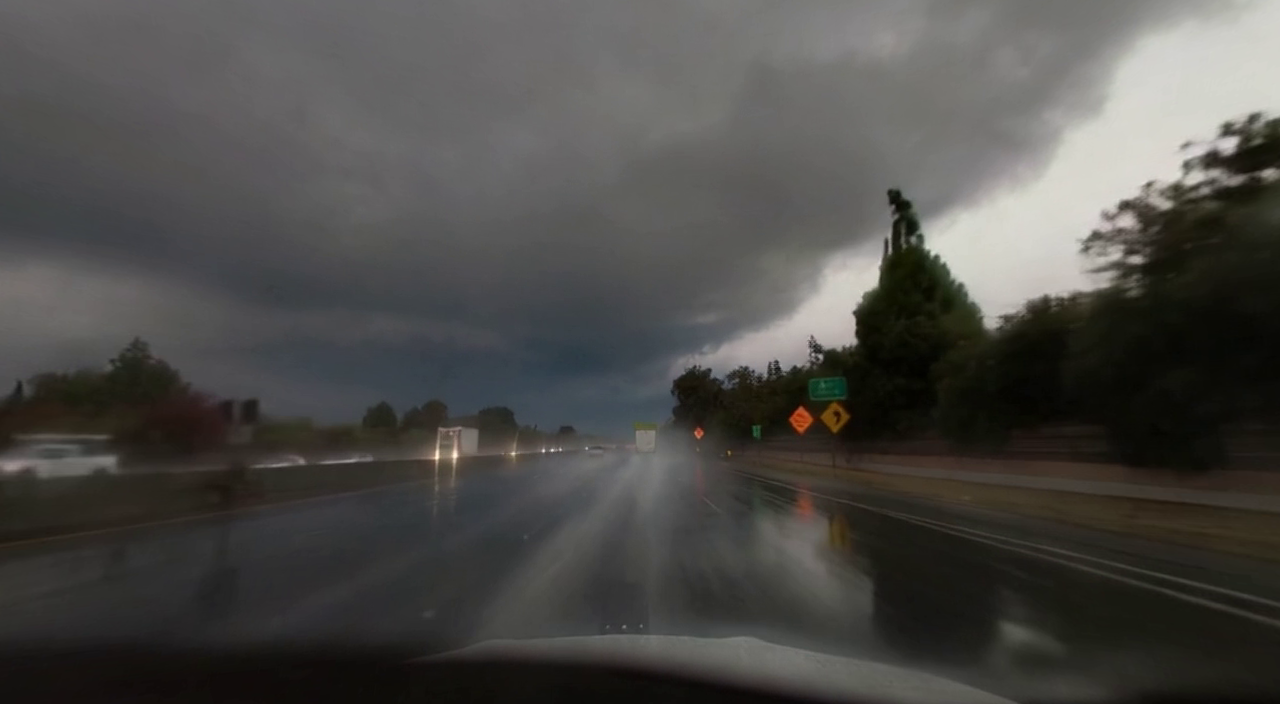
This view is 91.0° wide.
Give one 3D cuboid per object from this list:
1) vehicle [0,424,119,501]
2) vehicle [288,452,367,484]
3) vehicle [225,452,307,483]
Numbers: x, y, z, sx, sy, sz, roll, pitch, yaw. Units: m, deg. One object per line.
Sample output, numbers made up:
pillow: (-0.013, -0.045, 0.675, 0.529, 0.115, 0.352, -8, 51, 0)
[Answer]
vehicle: (-24.104, 4.265, 24.645, 2.523, 2.744, 5.403, 0, -8, 2)
vehicle: (-15.288, 5.660, 31.038, 1.892, 1.416, 3.810, 0, -8, 0)
vehicle: (-19.363, 5.963, 32.762, 1.803, 1.469, 3.892, 0, -8, 1)
